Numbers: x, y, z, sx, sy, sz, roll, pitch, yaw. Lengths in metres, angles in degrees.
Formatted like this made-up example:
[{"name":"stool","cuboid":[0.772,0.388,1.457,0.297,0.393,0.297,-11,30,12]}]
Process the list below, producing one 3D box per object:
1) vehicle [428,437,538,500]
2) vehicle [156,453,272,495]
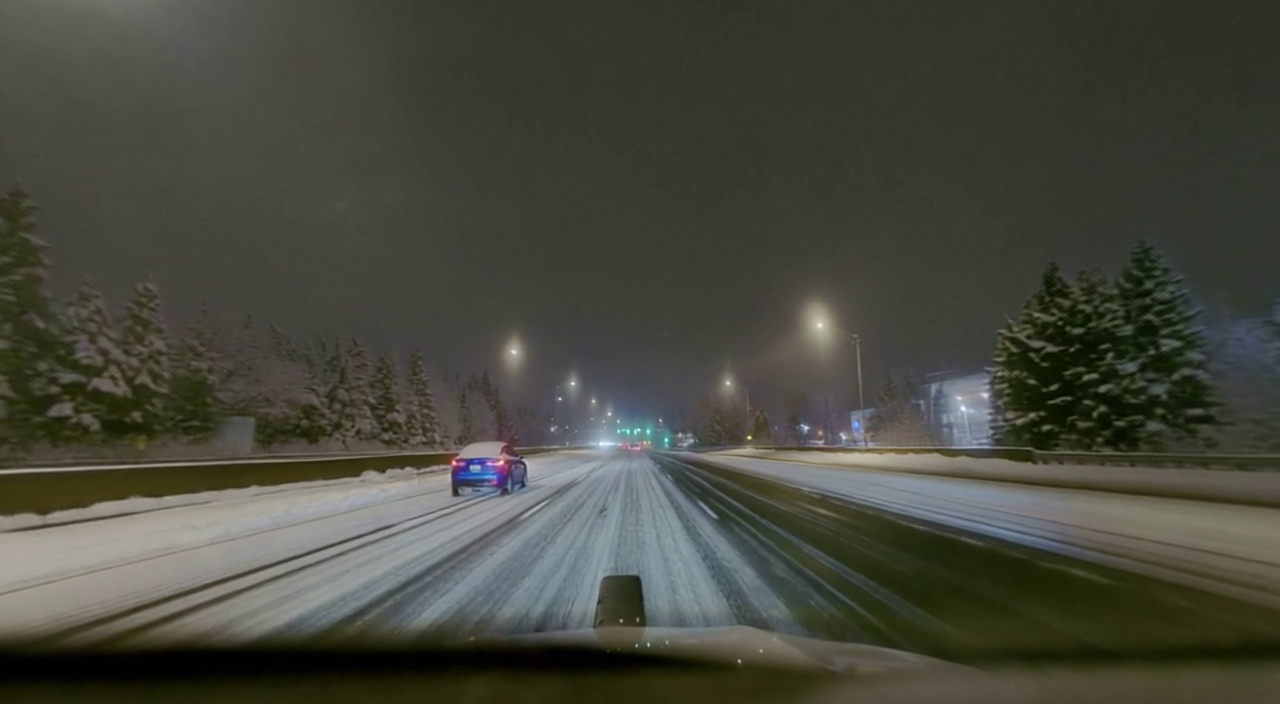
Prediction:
[{"name":"vehicle","cuboid":[-4.131,3.127,17.441,1.900,1.492,4.495,0,-9,0]},{"name":"vehicle","cuboid":[-17.735,5.067,26.598,1.920,1.540,4.259,0,-9,0]}]
